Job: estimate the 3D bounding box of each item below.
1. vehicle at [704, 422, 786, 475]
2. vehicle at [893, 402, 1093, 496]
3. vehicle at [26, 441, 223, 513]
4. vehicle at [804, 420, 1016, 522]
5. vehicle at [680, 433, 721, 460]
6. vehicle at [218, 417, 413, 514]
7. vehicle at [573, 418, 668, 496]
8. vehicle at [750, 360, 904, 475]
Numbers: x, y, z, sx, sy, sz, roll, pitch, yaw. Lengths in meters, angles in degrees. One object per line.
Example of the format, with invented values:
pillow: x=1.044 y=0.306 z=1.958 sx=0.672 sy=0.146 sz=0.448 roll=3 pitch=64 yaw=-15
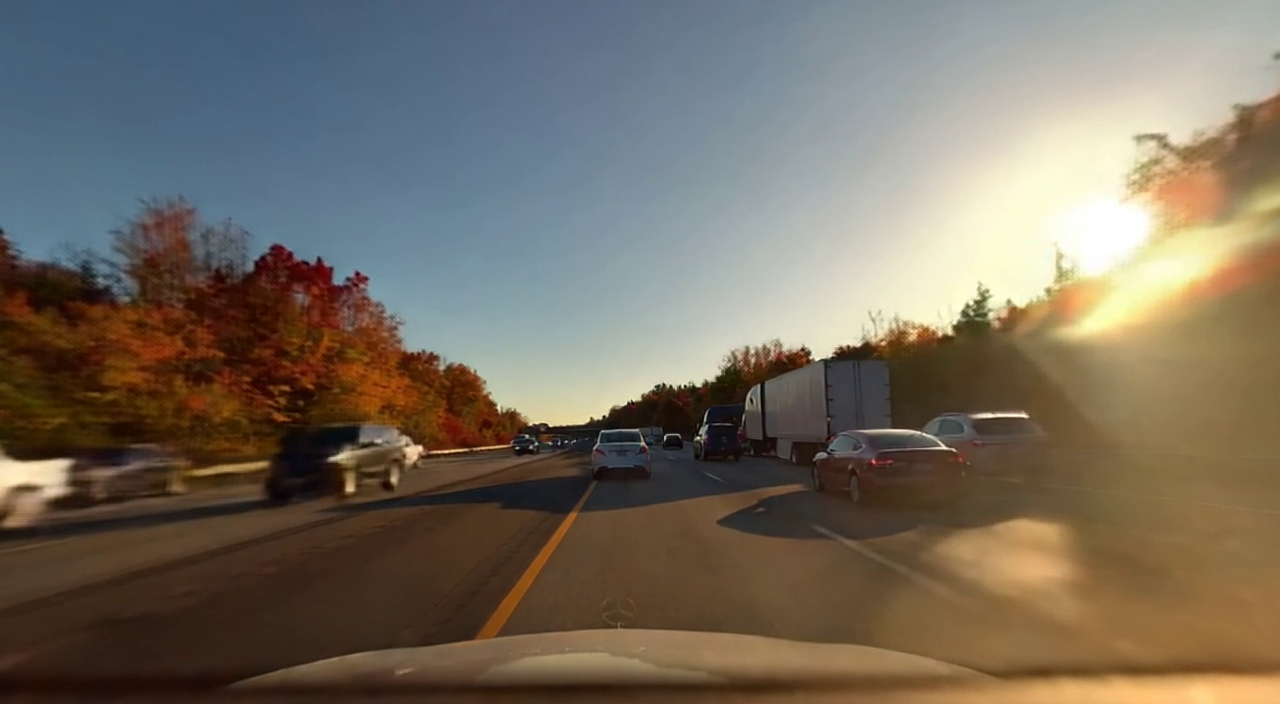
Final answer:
vehicle: x=3.615 y=3.421 z=22.461 sx=2.147 sy=1.707 sz=3.963 roll=0 pitch=-8 yaw=-2
vehicle: x=8.443 y=2.371 z=15.704 sx=2.116 sy=1.965 sz=4.691 roll=0 pitch=-8 yaw=-2
vehicle: x=-15.038 y=3.607 z=18.781 sx=2.016 sy=1.837 sz=4.553 roll=0 pitch=-8 yaw=0
vehicle: x=4.611 y=2.065 z=11.564 sx=2.040 sy=1.523 sz=4.068 roll=0 pitch=-8 yaw=-1
vehicle: x=3.456 y=5.448 z=36.425 sx=1.865 sy=1.471 sz=3.916 roll=0 pitch=-8 yaw=-2
vehicle: x=-7.927 y=2.787 z=16.177 sx=2.243 sy=2.051 sz=5.305 roll=0 pitch=-8 yaw=-1
vehicle: x=-0.488 y=2.613 z=16.115 sx=2.087 sy=1.709 sz=4.455 roll=0 pitch=-8 yaw=-1
vehicle: x=7.814 y=3.178 z=29.125 sx=2.867 sy=4.066 sz=13.802 roll=0 pitch=-7 yaw=0
